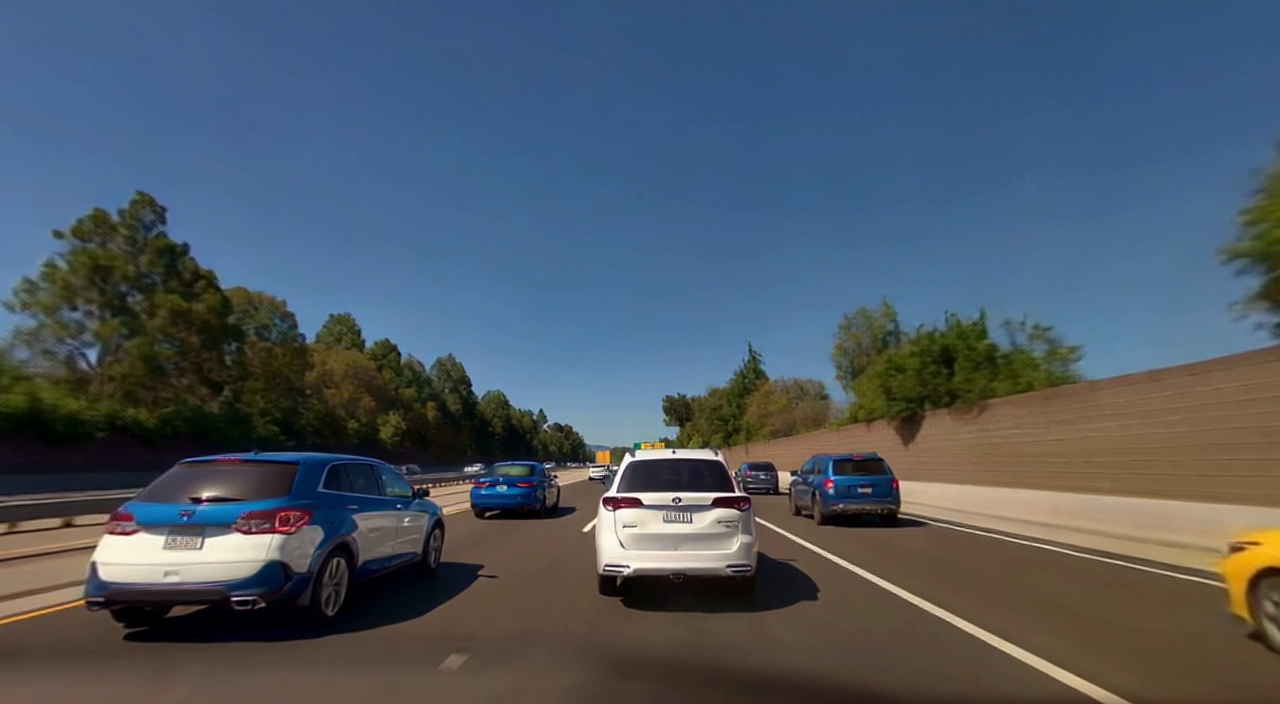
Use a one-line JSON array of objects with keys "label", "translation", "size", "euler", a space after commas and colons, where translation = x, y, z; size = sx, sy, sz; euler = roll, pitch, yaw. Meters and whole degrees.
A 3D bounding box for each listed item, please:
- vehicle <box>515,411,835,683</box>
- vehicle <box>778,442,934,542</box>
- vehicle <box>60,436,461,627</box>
[{"label": "vehicle", "translation": [0.246, 1.642, 6.229], "size": [2.057, 1.725, 4.126], "euler": [1, -11, 0]}, {"label": "vehicle", "translation": [4.644, 3.109, 14.354], "size": [1.984, 1.876, 4.287], "euler": [1, -11, 0]}, {"label": "vehicle", "translation": [-3.827, 1.909, 7.514], "size": [1.994, 1.556, 4.263], "euler": [0, -11, 2]}]
